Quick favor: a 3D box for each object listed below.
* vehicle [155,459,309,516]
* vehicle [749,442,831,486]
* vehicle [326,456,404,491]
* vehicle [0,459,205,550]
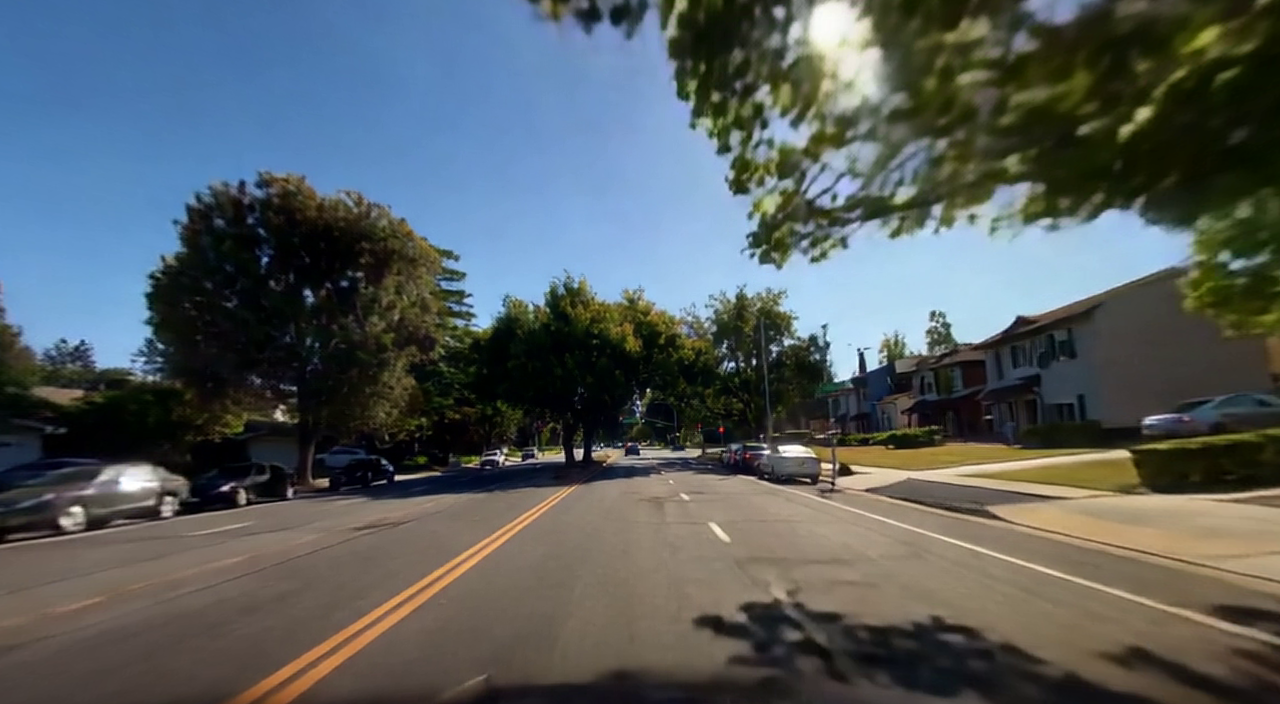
[{"bbox_3d":[-12.794,4.248,20.268,1.817,1.485,4.687,0,-8,0],"label":"vehicle"},{"bbox_3d":[5.550,4.170,23.920,1.875,1.466,4.355,0,-8,-2],"label":"vehicle"},{"bbox_3d":[-12.863,5.676,29.831,1.812,1.454,4.351,0,-8,-2],"label":"vehicle"},{"bbox_3d":[-12.732,3.367,14.644,2.078,1.618,4.650,0,-8,-2],"label":"vehicle"}]
